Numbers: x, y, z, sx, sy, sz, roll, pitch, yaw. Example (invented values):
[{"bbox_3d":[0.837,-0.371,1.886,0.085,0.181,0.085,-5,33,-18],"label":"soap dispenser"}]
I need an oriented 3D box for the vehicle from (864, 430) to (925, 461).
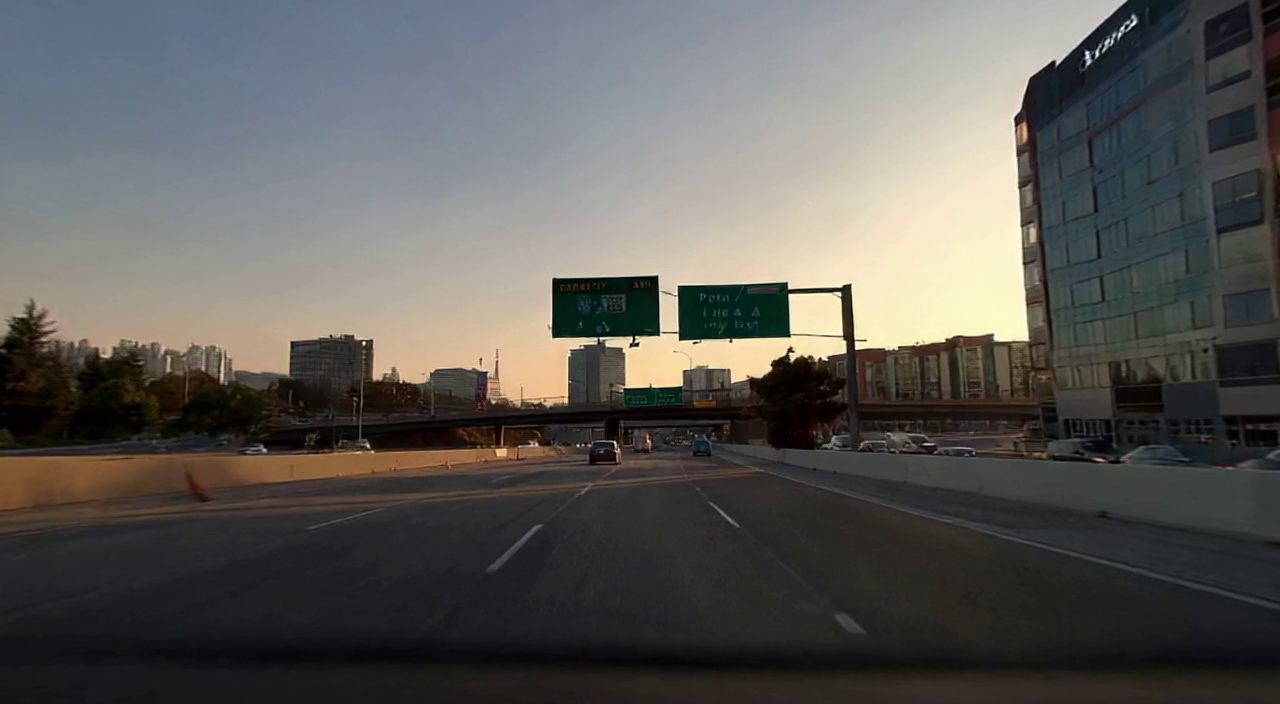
[{"bbox_3d":[19.167,7.105,47.918,2.367,2.187,5.862,0,-8,2],"label":"vehicle"}]

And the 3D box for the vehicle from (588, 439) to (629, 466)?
[{"bbox_3d":[-1.829,5.986,37.751,1.982,1.516,4.327,-1,-8,3],"label":"vehicle"}]

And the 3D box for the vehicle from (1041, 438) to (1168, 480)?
[{"bbox_3d":[18.094,4.174,24.916,1.799,1.498,4.308,0,-8,2],"label":"vehicle"}]

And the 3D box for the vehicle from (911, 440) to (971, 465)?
[{"bbox_3d":[18.700,6.258,39.448,1.796,1.470,4.352,-1,-8,3],"label":"vehicle"}]
